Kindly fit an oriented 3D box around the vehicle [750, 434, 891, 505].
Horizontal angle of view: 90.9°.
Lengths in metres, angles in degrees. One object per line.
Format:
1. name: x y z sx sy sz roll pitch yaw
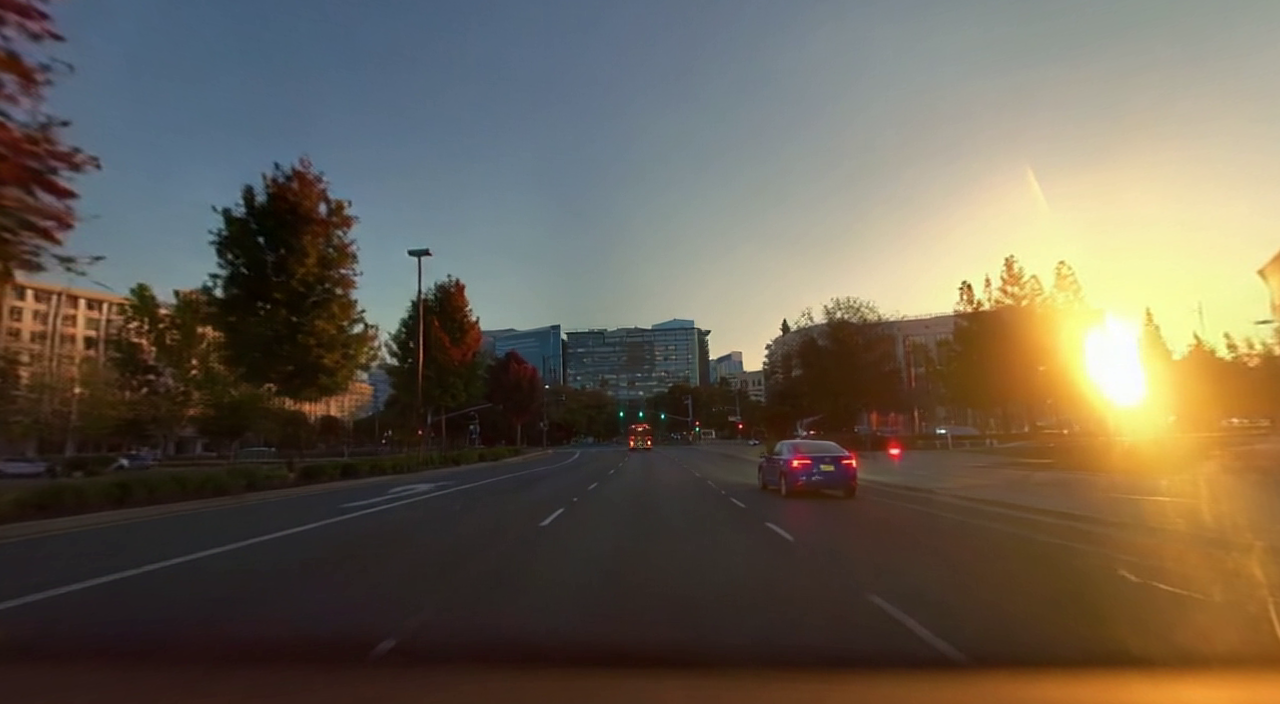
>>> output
1. vehicle: 4.182 2.801 15.548 2.005 1.442 4.675 0 -8 -1
